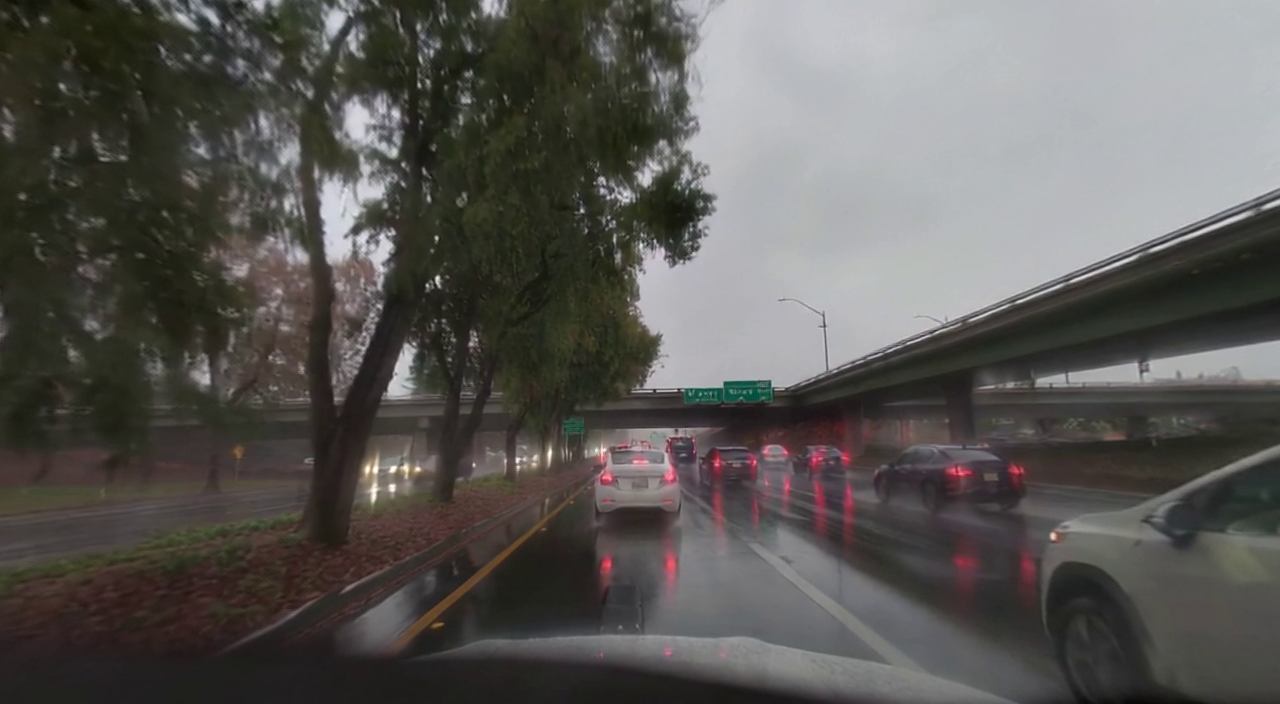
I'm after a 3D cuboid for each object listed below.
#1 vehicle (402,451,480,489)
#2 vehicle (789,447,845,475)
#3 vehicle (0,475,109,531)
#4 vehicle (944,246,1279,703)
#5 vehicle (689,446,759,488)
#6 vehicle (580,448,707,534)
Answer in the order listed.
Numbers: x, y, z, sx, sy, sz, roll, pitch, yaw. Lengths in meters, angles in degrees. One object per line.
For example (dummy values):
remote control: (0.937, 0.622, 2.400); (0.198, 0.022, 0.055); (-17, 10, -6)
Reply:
vehicle: (-8.813, 5.243, 28.471); (2.010, 1.524, 4.705); (0, -9, 0)
vehicle: (9.799, 6.056, 35.264); (1.839, 1.453, 3.992); (0, -9, -1)
vehicle: (-19.177, 4.604, 19.400); (1.816, 1.415, 4.605); (0, -9, -1)
vehicle: (3.494, 0.569, 1.416); (2.719, 2.033, 5.876); (0, -9, 0)
vehicle: (3.115, 4.349, 24.253); (1.962, 1.431, 4.205); (0, -9, -2)
vehicle: (0.037, 2.519, 12.017); (2.027, 1.341, 3.775); (0, -9, -1)
